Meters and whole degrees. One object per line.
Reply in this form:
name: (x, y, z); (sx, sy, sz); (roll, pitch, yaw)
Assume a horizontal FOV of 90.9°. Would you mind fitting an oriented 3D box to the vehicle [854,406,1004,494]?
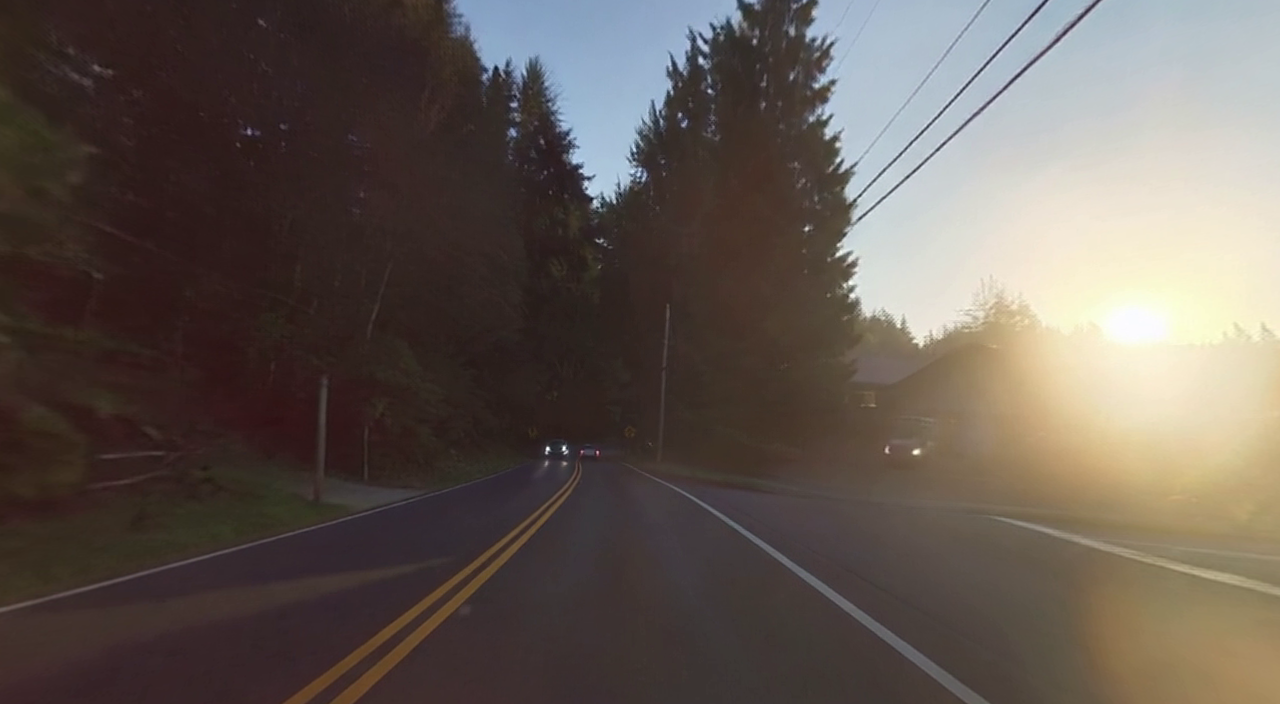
vehicle: (12.829, 4.350, 28.103); (5.297, 3.064, 2.935); (10, -8, -15)
